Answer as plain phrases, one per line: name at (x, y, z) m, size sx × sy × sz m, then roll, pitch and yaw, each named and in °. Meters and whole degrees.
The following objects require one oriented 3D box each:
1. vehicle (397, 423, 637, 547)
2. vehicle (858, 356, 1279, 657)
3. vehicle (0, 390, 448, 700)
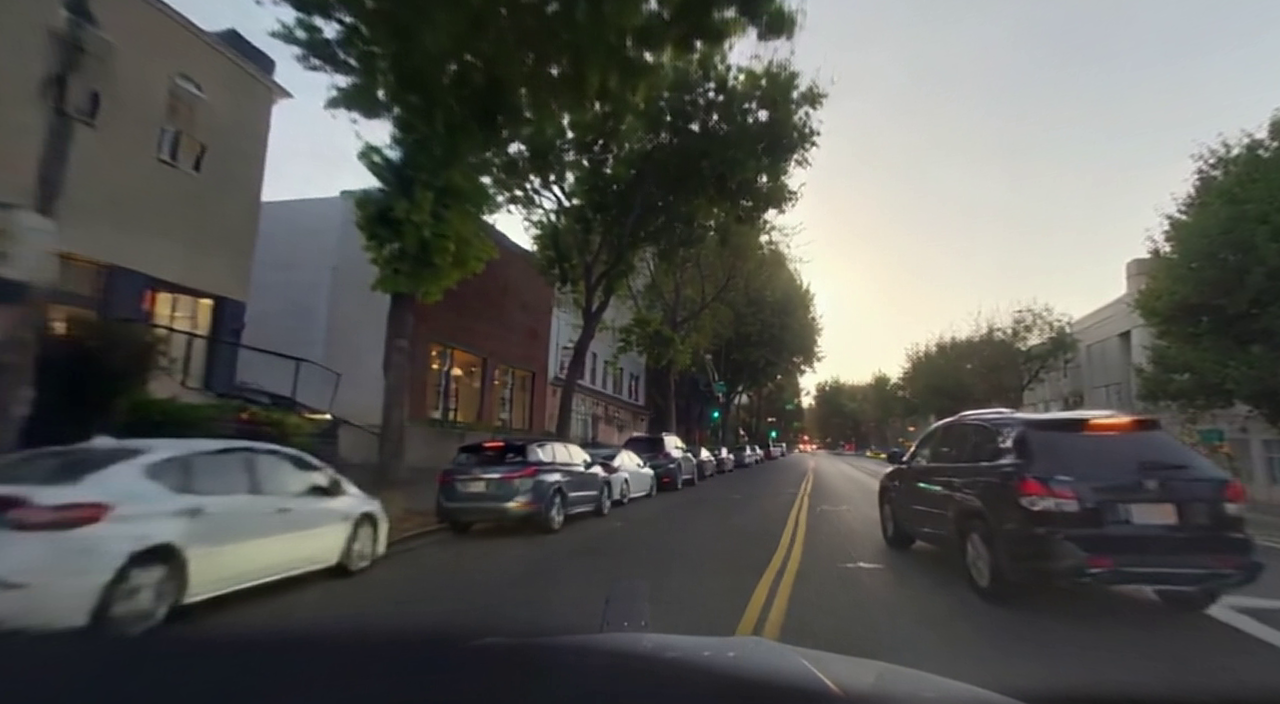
vehicle at (-1.779, 2.187, 11.131) m, size 2.179 × 1.658 × 4.765 m, roll -3°, pitch -9°, yaw 16°
vehicle at (4.327, 1.424, 7.046) m, size 2.411 × 1.899 × 5.993 m, roll -1°, pitch -9°, yaw 8°
vehicle at (-3.787, 1.367, 5.616) m, size 1.922 × 1.628 × 4.291 m, roll -3°, pitch -9°, yaw 15°
